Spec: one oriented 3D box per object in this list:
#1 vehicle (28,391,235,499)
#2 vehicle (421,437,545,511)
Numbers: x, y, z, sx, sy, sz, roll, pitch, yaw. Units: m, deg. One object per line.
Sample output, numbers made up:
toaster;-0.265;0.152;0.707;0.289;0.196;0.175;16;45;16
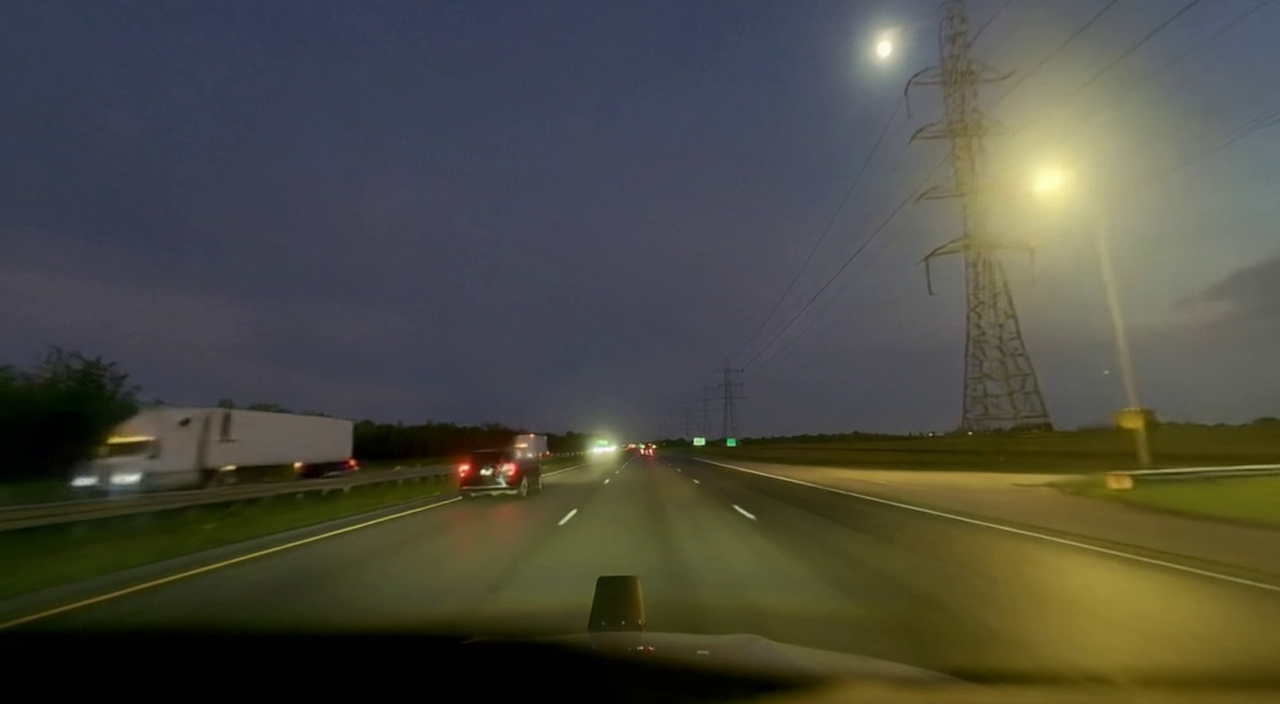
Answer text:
vehicle;-20.037;3.766;25.488;2.990;3.801;6.155;0;-9;0
vehicle;-3.648;2.913;15.491;1.924;1.550;4.165;0;-9;1
